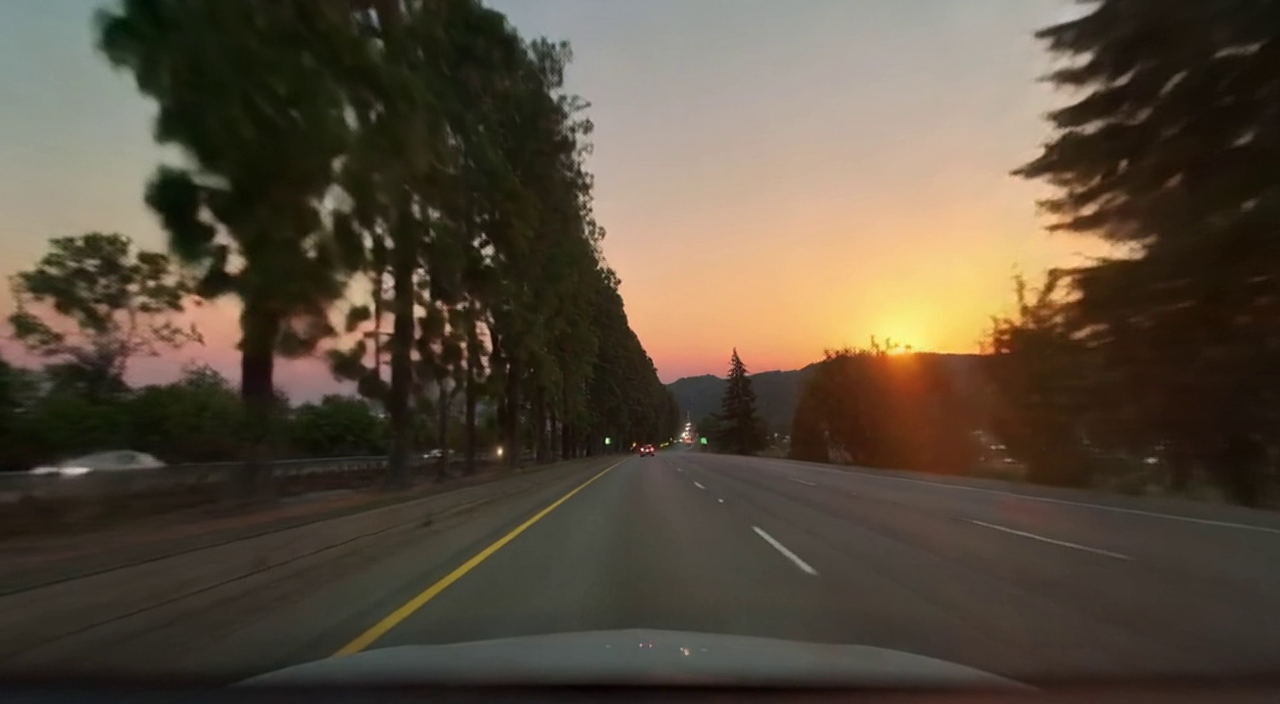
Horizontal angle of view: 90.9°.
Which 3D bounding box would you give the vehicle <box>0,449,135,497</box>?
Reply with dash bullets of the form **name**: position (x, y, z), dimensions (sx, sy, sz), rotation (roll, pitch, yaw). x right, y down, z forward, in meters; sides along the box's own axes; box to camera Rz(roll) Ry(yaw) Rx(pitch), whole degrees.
- **vehicle**: position (-24.416, 5.021, 26.564), dimensions (2.123, 1.748, 4.902), rotation (-1, -8, 1)
